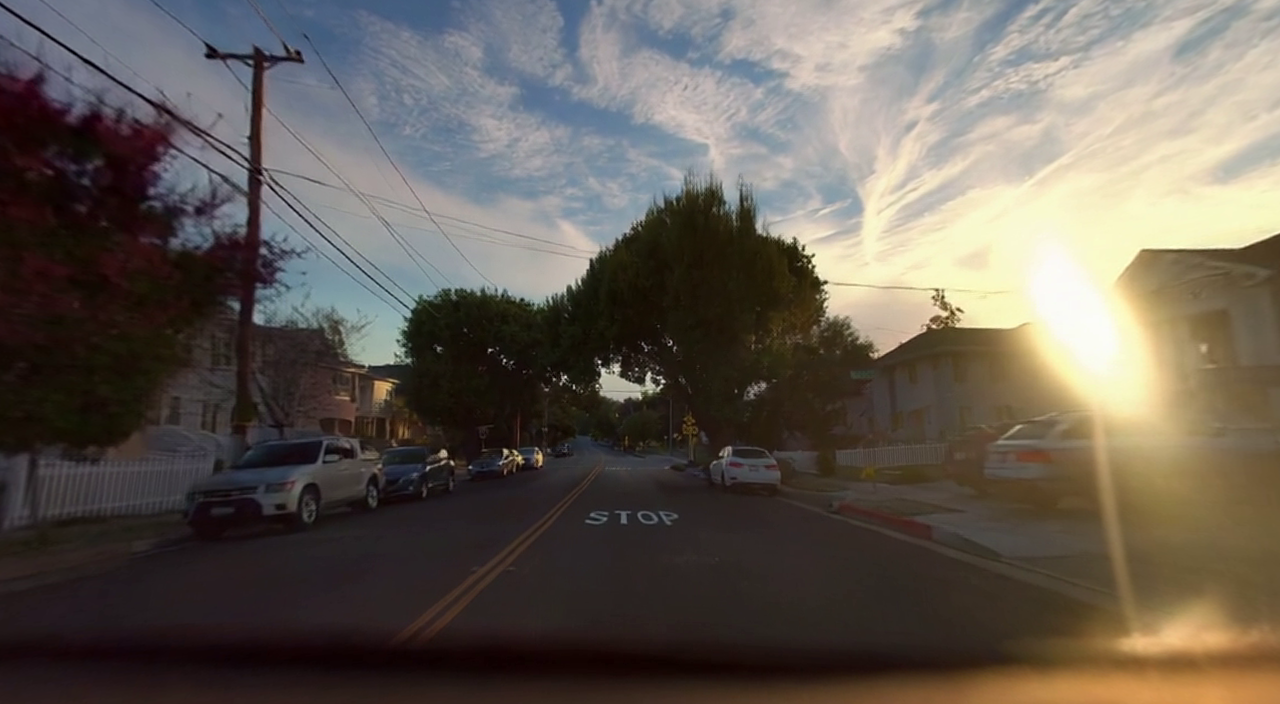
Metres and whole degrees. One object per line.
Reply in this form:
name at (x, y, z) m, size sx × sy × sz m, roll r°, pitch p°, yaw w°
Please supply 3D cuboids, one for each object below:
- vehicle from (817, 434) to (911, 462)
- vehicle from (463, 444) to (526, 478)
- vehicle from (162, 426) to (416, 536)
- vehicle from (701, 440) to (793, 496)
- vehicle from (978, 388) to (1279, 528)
vehicle at (16.422, 7.071, 46.575) m, size 6.022 × 1.953 × 2.250 m, roll 0°, pitch -8°, yaw 0°
vehicle at (-6.999, 5.289, 30.959) m, size 2.056 × 1.481 × 4.451 m, roll 0°, pitch -8°, yaw 0°
vehicle at (-6.640, 2.486, 12.955) m, size 2.136 × 1.757 × 5.365 m, roll 0°, pitch -8°, yaw 0°
vehicle at (3.232, 3.615, 20.264) m, size 1.963 × 1.536 × 5.446 m, roll 0°, pitch -8°, yaw 0°
vehicle at (8.378, 1.651, 10.167) m, size 4.507 × 1.939 × 2.304 m, roll 0°, pitch -8°, yaw -4°
